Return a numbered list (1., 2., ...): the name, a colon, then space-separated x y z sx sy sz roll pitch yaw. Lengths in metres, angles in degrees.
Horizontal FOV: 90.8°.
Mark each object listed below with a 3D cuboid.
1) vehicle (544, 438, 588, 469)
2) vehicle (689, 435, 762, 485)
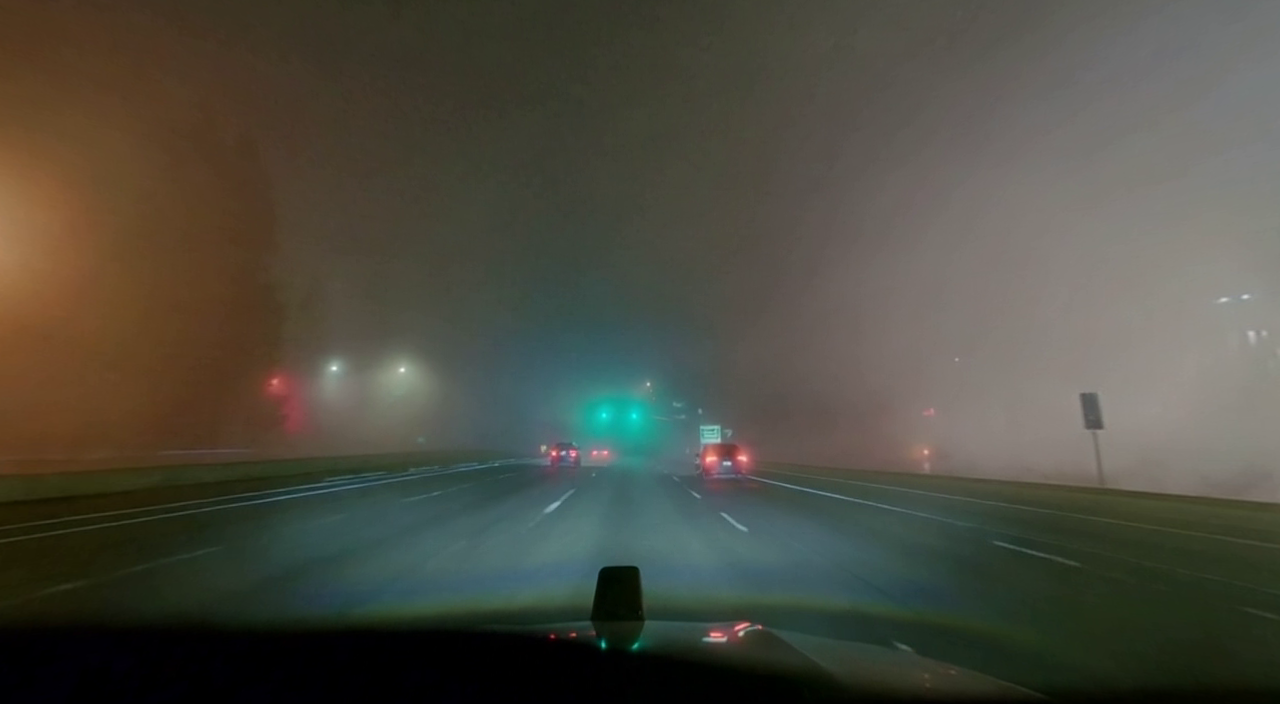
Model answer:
1. vehicle: -4.544 6.300 39.384 2.176 1.779 4.755 0 -8 0
2. vehicle: 3.090 3.993 23.692 1.997 1.686 4.247 0 -8 -2
